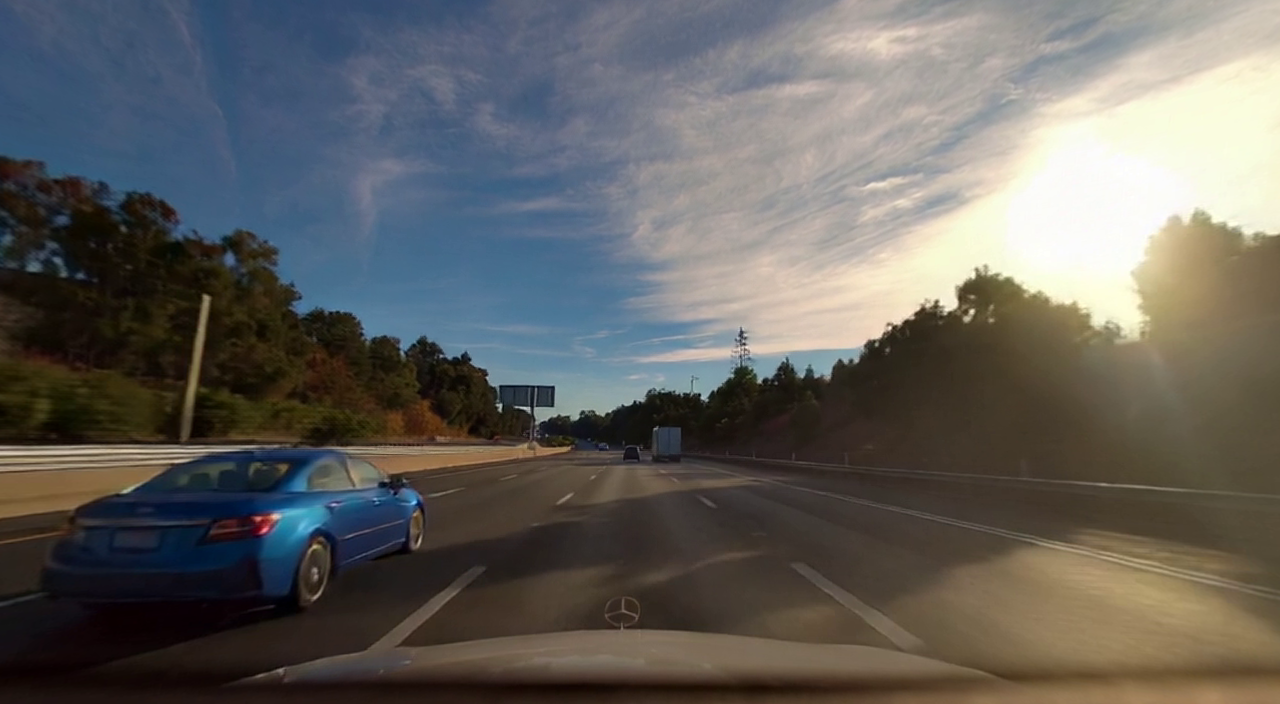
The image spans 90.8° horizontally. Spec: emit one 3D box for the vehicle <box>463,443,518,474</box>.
[{"bbox_3d":[-7.643,5.488,32.752,1.915,1.479,3.843,0,-9,0],"label":"vehicle"}]

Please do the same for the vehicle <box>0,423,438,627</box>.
[{"bbox_3d":[-3.956,1.608,6.879,2.090,1.487,4.276,0,-9,0],"label":"vehicle"}]
